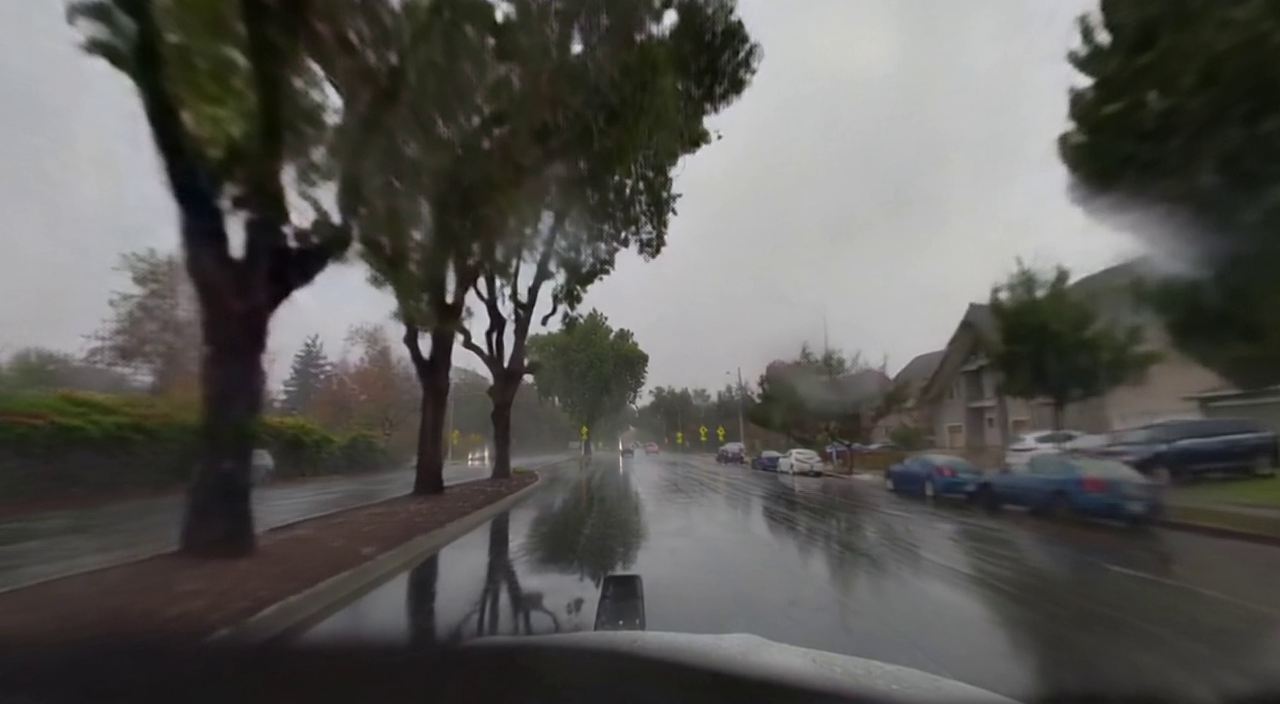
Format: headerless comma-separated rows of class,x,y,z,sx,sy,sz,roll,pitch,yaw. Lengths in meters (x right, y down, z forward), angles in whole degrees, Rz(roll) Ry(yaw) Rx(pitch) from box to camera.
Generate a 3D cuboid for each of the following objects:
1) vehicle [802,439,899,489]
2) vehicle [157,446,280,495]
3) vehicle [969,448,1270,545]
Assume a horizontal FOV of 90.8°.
vehicle,8.460,4.551,26.002,2.100,1.821,4.991,0,-9,-2
vehicle,-18.151,5.068,27.623,2.016,1.755,5.389,-3,-8,-4
vehicle,9.032,2.704,12.685,2.009,1.493,4.983,0,-9,-2
